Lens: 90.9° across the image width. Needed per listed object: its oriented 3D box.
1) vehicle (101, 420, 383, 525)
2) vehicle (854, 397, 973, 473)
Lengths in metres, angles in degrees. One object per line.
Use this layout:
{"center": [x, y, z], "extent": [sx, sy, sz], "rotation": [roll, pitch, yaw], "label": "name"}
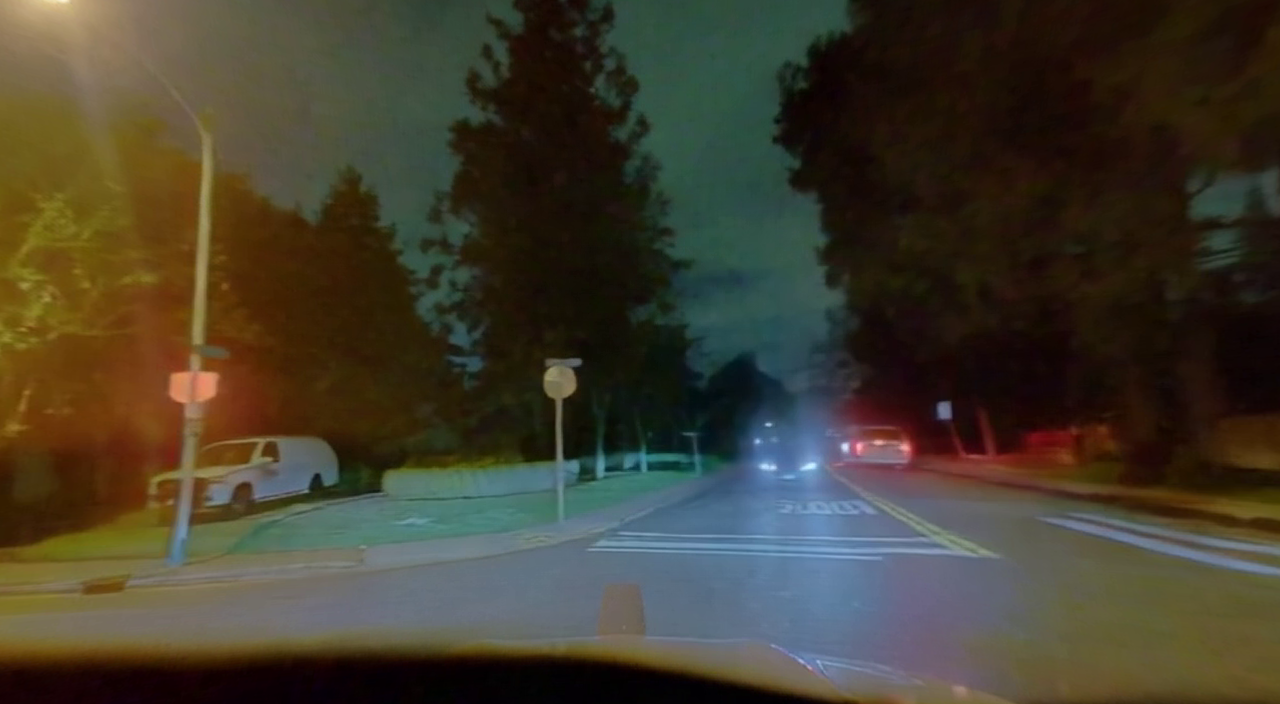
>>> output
{"center": [-8.624, 2.593, 14.711], "extent": [2.286, 1.915, 5.980], "rotation": [-1, -7, 6], "label": "vehicle"}
{"center": [12.676, 3.851, 29.912], "extent": [2.718, 3.089, 6.380], "rotation": [-2, -6, 1], "label": "vehicle"}
